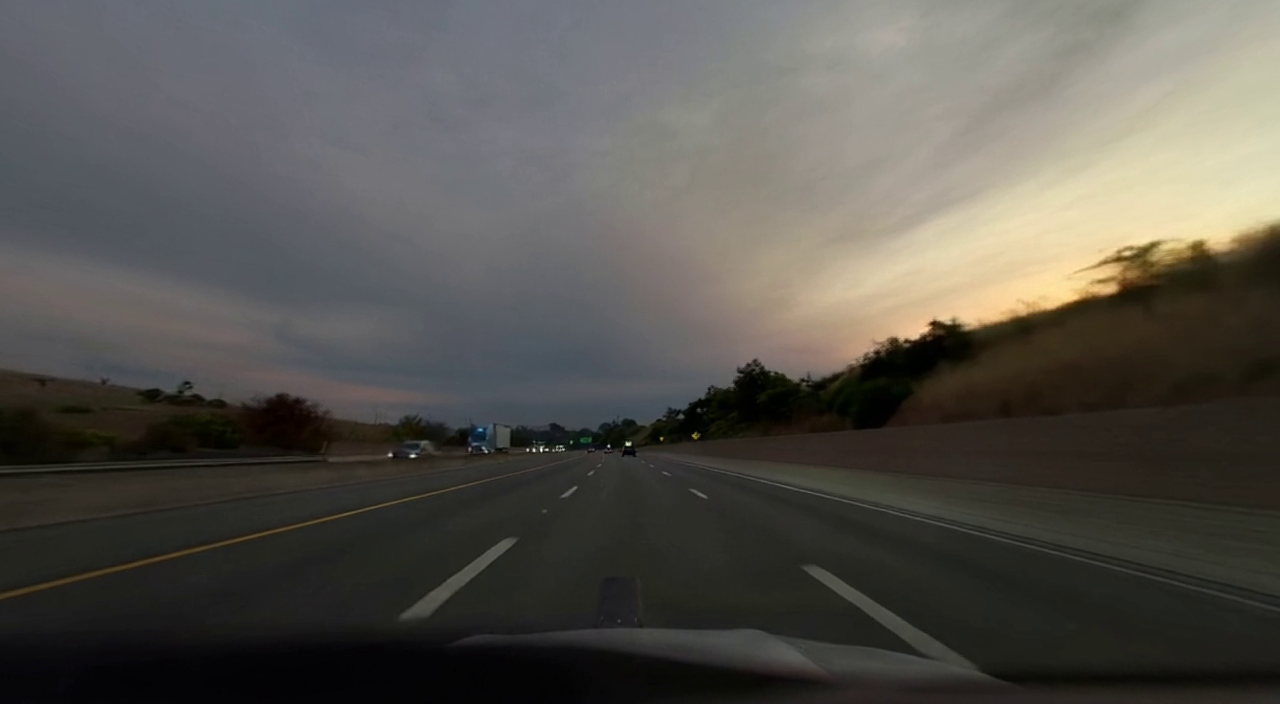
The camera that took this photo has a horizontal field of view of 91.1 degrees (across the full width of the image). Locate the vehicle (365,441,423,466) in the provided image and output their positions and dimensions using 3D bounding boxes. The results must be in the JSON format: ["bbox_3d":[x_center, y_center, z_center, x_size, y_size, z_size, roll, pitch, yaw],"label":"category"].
[{"bbox_3d":[-15.978,6.610,41.047,2.073,1.563,4.470,0,-9,-1],"label":"vehicle"}]
